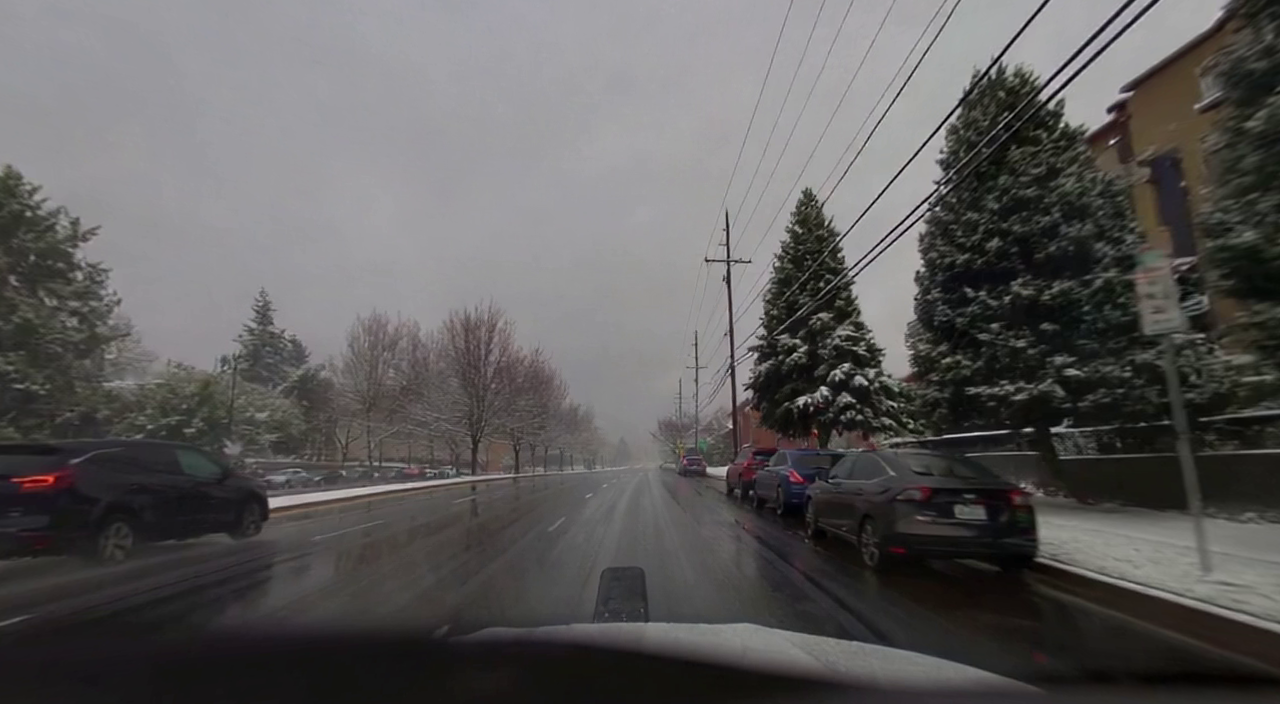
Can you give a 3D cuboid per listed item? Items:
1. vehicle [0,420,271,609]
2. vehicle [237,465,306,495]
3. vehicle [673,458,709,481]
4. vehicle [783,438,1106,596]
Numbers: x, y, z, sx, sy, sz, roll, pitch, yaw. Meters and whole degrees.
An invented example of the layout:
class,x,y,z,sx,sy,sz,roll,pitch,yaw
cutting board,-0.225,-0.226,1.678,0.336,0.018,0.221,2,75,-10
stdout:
class,x,y,z,sx,sy,sz,roll,pitch,yaw
vehicle,-6.708,1.719,7.408,2.000,1.671,4.497,0,-8,0
vehicle,-25.603,8.879,44.051,1.894,1.787,4.711,0,-8,1
vehicle,3.684,8.614,46.402,2.259,1.500,4.474,0,-8,0
vehicle,3.415,1.912,8.341,2.016,1.477,4.620,0,-8,1
